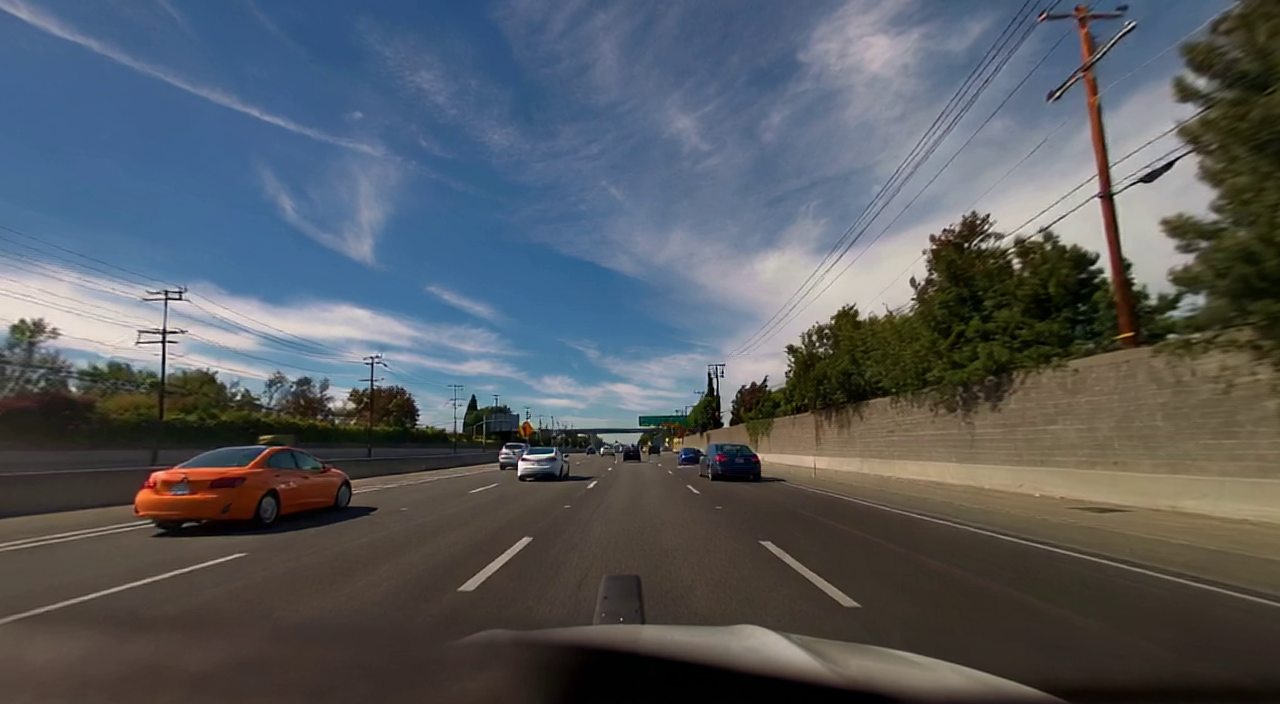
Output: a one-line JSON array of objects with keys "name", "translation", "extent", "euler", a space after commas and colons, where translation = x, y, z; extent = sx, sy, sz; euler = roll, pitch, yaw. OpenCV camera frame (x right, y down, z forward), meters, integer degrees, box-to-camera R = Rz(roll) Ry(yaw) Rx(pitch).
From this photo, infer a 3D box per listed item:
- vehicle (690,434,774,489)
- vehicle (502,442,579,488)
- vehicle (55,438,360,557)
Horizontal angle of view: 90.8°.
[{"name": "vehicle", "translation": [3.040, 3.727, 21.829], "extent": [2.100, 1.659, 4.387], "euler": [0, -8, -2]}, {"name": "vehicle", "translation": [-3.451, 4.015, 22.848], "extent": [2.066, 1.488, 4.377], "euler": [0, -8, 0]}, {"name": "vehicle", "translation": [-6.434, 2.158, 10.162], "extent": [1.903, 1.482, 4.180], "euler": [0, -8, 0]}]
